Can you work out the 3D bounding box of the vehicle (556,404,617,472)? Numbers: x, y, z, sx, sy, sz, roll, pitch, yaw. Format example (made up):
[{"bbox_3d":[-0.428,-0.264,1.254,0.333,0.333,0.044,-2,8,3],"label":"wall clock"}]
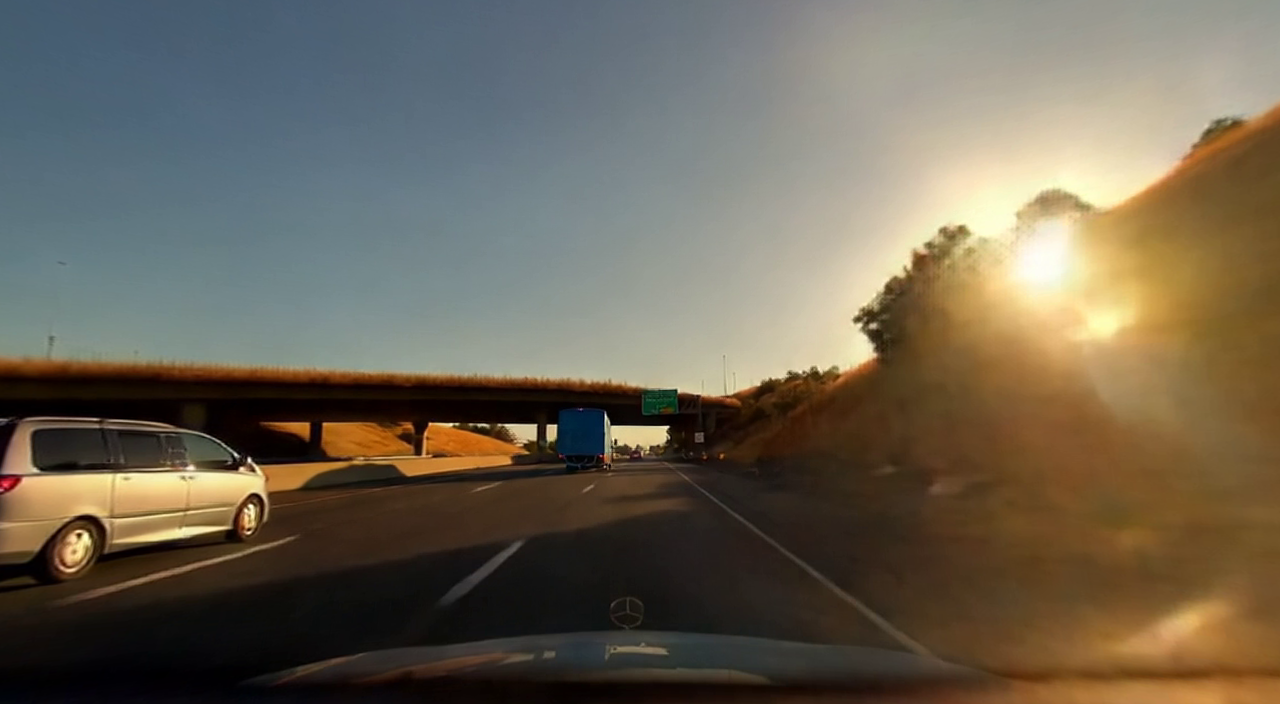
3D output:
[{"bbox_3d":[-3.523,6.291,45.815,2.893,4.073,15.281,0,-8,1],"label":"vehicle"}]

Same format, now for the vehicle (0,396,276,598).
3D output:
[{"bbox_3d":[-7.044,1.608,7.620,2.175,1.860,5.236,0,-8,0],"label":"vehicle"}]
